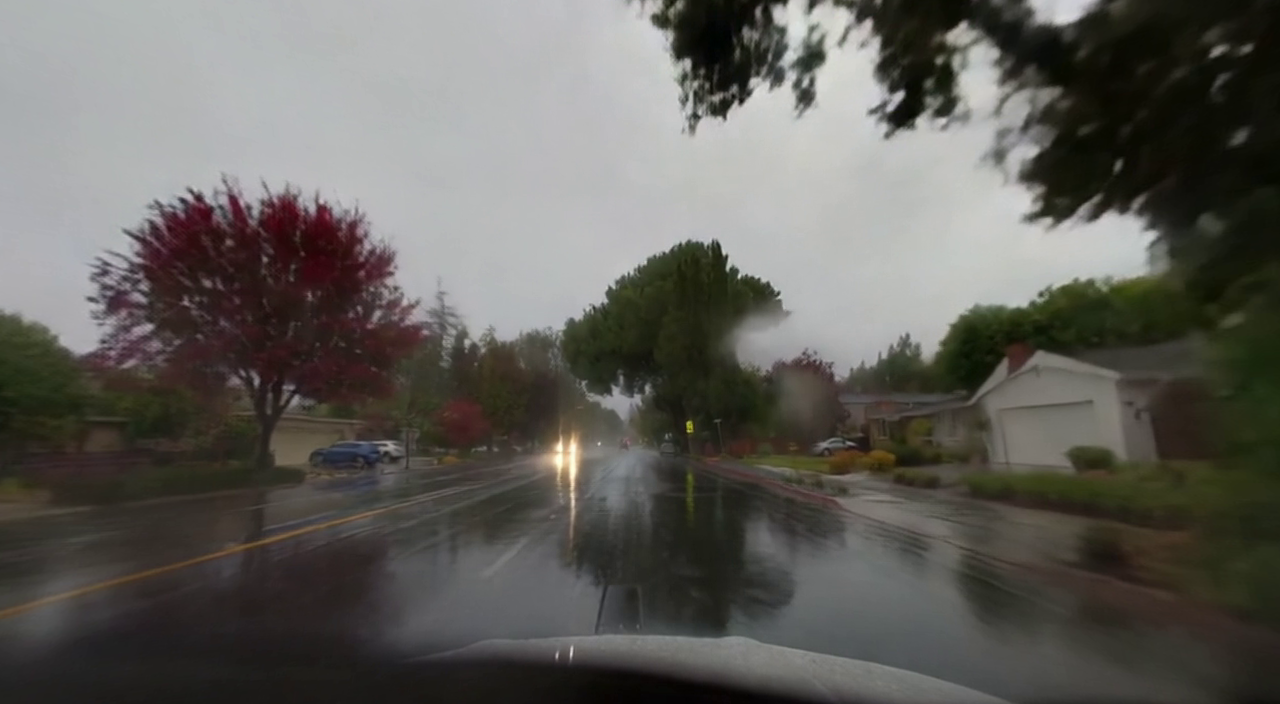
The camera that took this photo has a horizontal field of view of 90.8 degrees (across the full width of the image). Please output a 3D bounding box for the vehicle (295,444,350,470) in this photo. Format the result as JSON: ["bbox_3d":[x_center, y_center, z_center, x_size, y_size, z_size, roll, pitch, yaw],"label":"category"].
[{"bbox_3d":[-22.603,7.413,44.910,2.253,1.768,4.266,8,-11,-44],"label":"vehicle"}]
